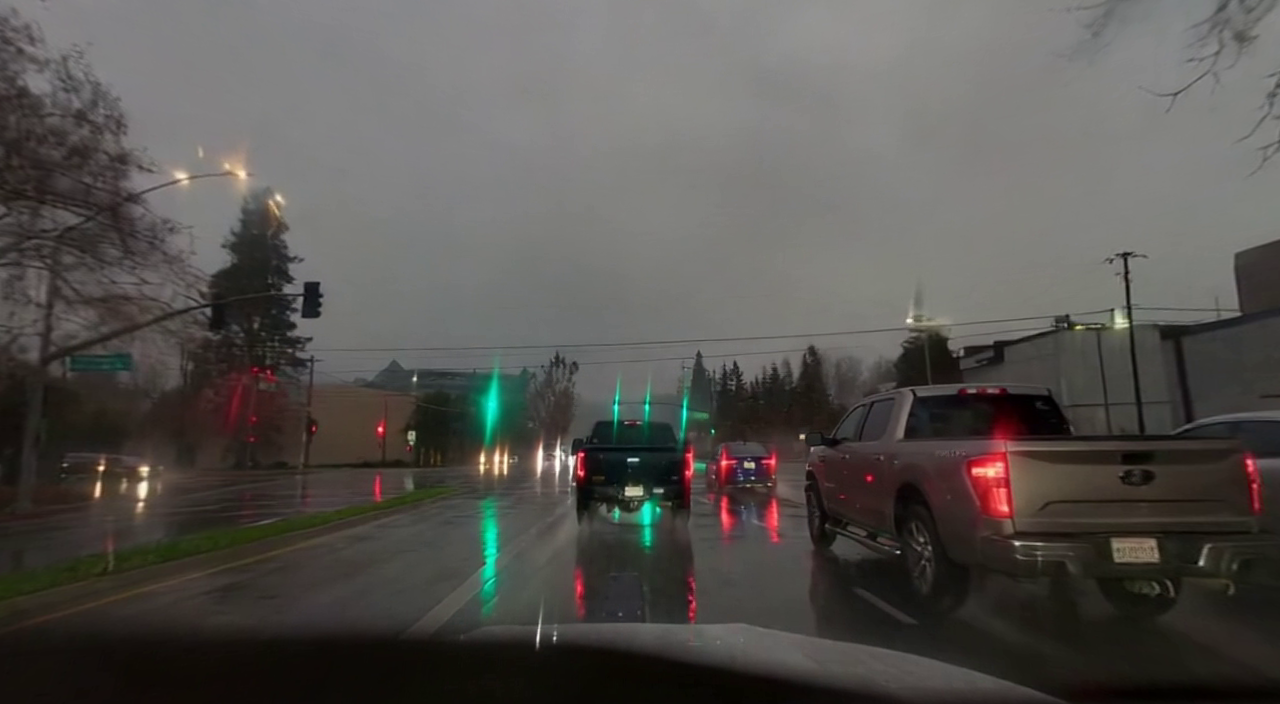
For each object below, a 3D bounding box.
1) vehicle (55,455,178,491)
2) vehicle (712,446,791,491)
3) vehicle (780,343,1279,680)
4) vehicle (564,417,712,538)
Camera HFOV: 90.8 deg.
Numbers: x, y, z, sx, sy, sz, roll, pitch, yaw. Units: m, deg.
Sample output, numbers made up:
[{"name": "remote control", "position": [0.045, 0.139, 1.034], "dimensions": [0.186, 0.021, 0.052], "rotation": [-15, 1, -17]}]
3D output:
[{"name": "vehicle", "position": [-26.586, 6.123, 32.304], "dimensions": [4.437, 1.669, 1.936], "rotation": [5, -10, -30]}, {"name": "vehicle", "position": [3.935, 4.163, 23.052], "dimensions": [1.995, 1.456, 4.372], "rotation": [0, -9, -1]}, {"name": "vehicle", "position": [3.315, 1.331, 6.561], "dimensions": [2.412, 1.953, 5.682], "rotation": [0, -9, 0]}, {"name": "vehicle", "position": [-0.094, 2.285, 12.162], "dimensions": [2.240, 1.821, 5.001], "rotation": [0, -9, -2]}]
